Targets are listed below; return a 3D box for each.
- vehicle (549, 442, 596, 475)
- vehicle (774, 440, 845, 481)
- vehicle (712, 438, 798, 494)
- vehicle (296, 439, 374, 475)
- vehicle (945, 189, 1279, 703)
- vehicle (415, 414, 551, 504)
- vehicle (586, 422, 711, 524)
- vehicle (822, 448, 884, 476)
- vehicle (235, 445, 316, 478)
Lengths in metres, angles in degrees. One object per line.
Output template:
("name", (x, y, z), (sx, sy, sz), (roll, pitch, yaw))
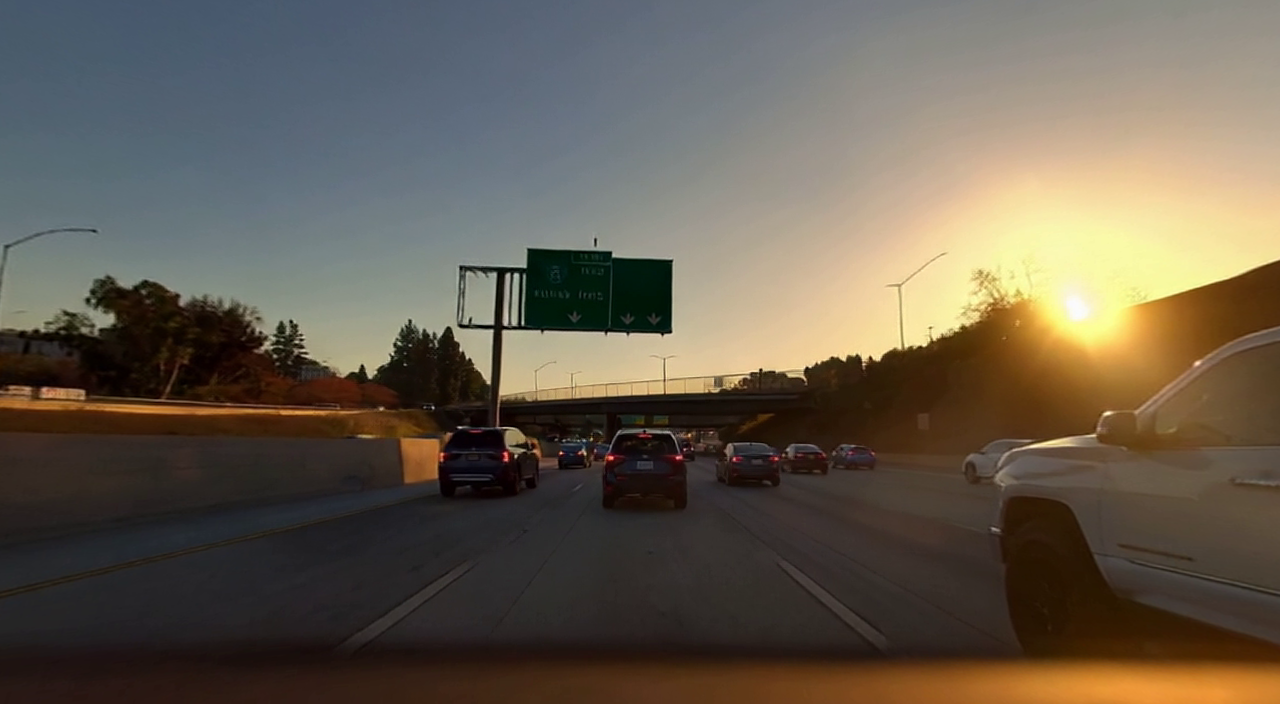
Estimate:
("vehicle", (-3.643, 5.879, 34.920), (1.982, 1.655, 4.604), (0, -9, 2))
("vehicle", (7.953, 5.125, 30.042), (2.054, 1.769, 4.693), (0, -9, 0))
("vehicle", (3.720, 3.782, 21.287), (2.022, 1.633, 4.651), (0, -9, 0))
("vehicle", (-17.659, 6.086, 36.776), (2.024, 1.946, 4.793), (0, -9, 1))
("vehicle", (3.538, 0.510, 2.211), (2.300, 2.242, 5.327), (0, -9, 1))
("vehicle", (-4.182, 3.016, 18.126), (2.212, 2.101, 6.052), (0, -9, 2))
("vehicle", (0.189, 2.440, 13.190), (2.181, 1.756, 4.167), (0, -9, 1))
("vehicle", (12.142, 6.258, 36.186), (1.945, 1.498, 4.385), (1, -9, -1))
("vehicle", (-21.614, 6.479, 37.581), (1.949, 1.844, 4.533), (0, -9, 2))
